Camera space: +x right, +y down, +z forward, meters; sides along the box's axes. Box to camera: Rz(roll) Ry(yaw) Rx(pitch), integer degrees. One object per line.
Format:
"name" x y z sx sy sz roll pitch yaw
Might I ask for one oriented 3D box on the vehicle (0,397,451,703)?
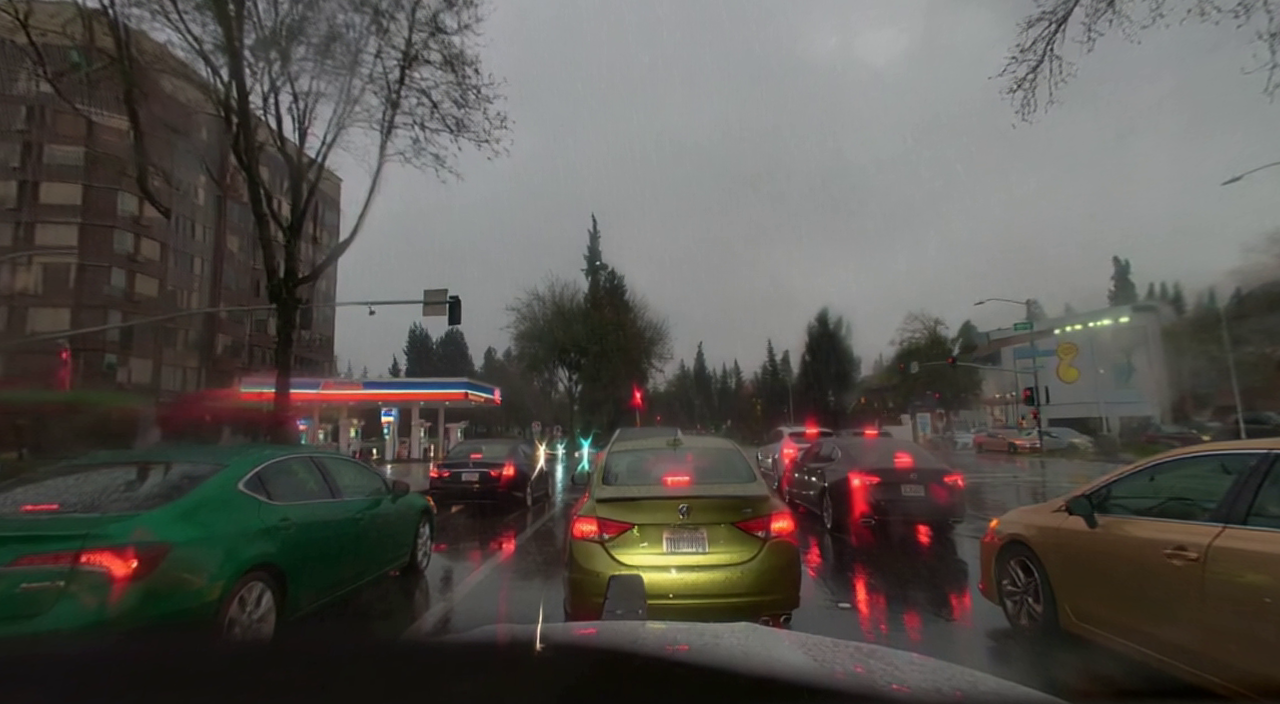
"vehicle" -3.013 1.248 4.599 1.887 1.493 4.255 0 -9 1

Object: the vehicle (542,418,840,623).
"vehicle" 0.321 1.582 6.924 2.220 1.507 4.317 0 -9 -2

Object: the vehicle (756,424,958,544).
"vehicle" 3.373 2.124 10.776 1.947 1.630 4.127 0 -9 0

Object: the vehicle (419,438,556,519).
"vehicle" -3.083 2.639 13.681 1.867 1.474 4.237 0 -9 1

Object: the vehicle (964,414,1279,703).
"vehicle" 4.170 1.134 3.615 1.950 1.497 4.686 0 -9 -3
